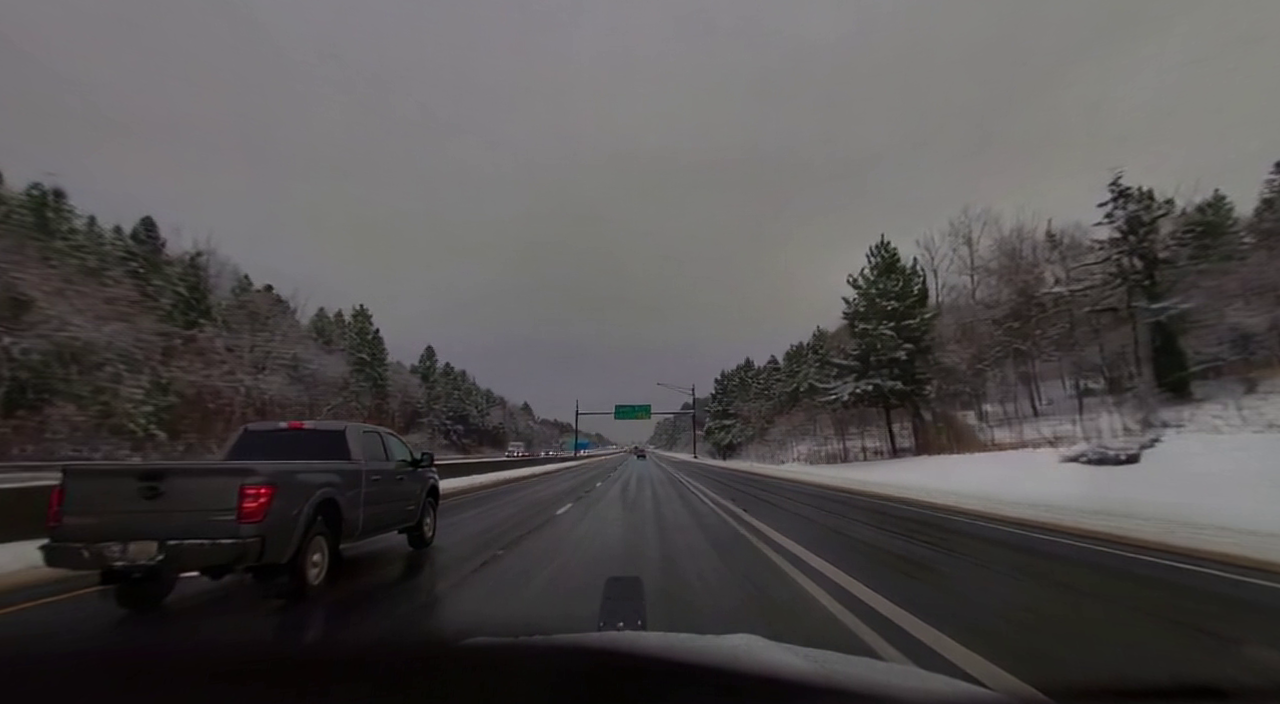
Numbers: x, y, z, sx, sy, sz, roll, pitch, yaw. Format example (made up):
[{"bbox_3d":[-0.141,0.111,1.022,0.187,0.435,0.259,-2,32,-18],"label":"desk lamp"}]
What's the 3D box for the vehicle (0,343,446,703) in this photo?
[{"bbox_3d":[-3.671,1.287,5.536,2.214,1.872,5.179,0,-9,1],"label":"vehicle"}]
